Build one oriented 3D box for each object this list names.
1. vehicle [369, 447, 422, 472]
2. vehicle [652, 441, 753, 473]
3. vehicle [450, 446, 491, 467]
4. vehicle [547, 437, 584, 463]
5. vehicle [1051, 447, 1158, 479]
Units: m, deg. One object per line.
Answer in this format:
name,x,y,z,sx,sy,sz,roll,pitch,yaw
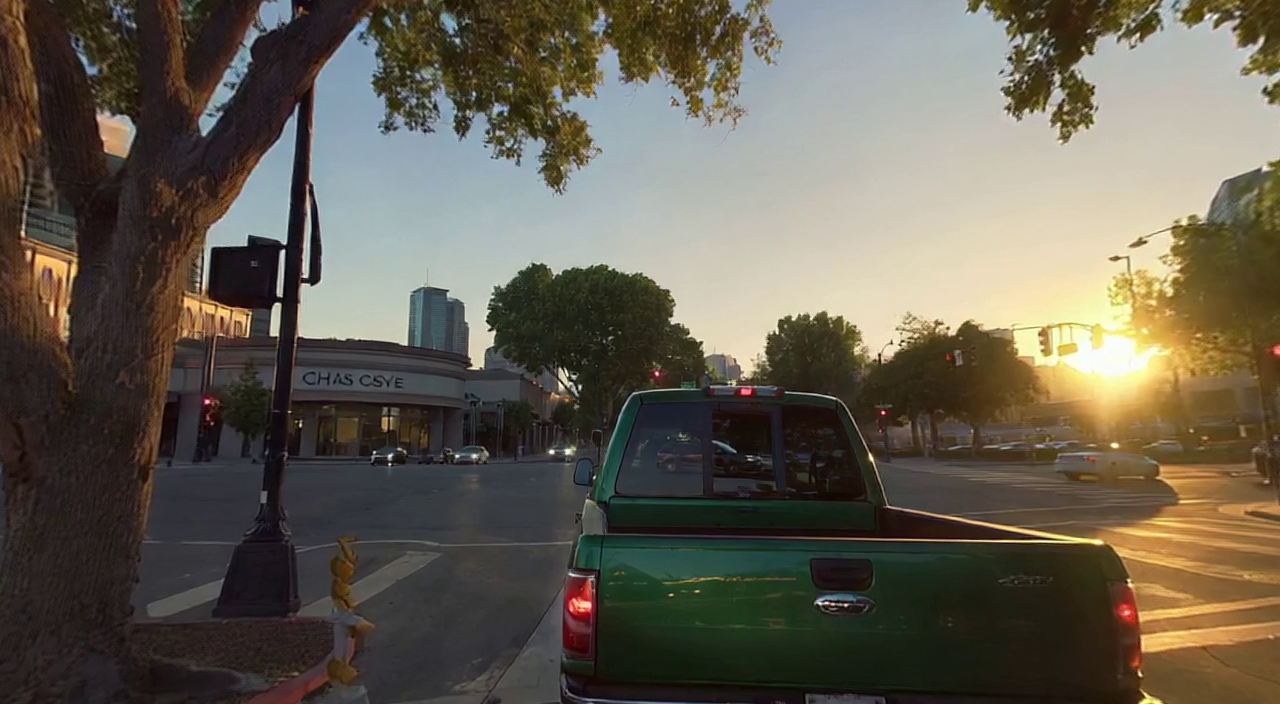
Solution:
vehicle,-16.247,7.134,42.239,1.883,1.586,4.297,0,-9,0
vehicle,3.045,5.173,31.346,4.658,1.478,1.946,-6,-11,36
vehicle,-12.603,7.760,47.089,1.946,1.474,4.008,0,-9,0
vehicle,-5.757,7.663,49.563,2.289,1.927,5.667,0,-8,-1
vehicle,23.092,5.464,31.434,4.522,1.460,2.097,3,-9,-21
